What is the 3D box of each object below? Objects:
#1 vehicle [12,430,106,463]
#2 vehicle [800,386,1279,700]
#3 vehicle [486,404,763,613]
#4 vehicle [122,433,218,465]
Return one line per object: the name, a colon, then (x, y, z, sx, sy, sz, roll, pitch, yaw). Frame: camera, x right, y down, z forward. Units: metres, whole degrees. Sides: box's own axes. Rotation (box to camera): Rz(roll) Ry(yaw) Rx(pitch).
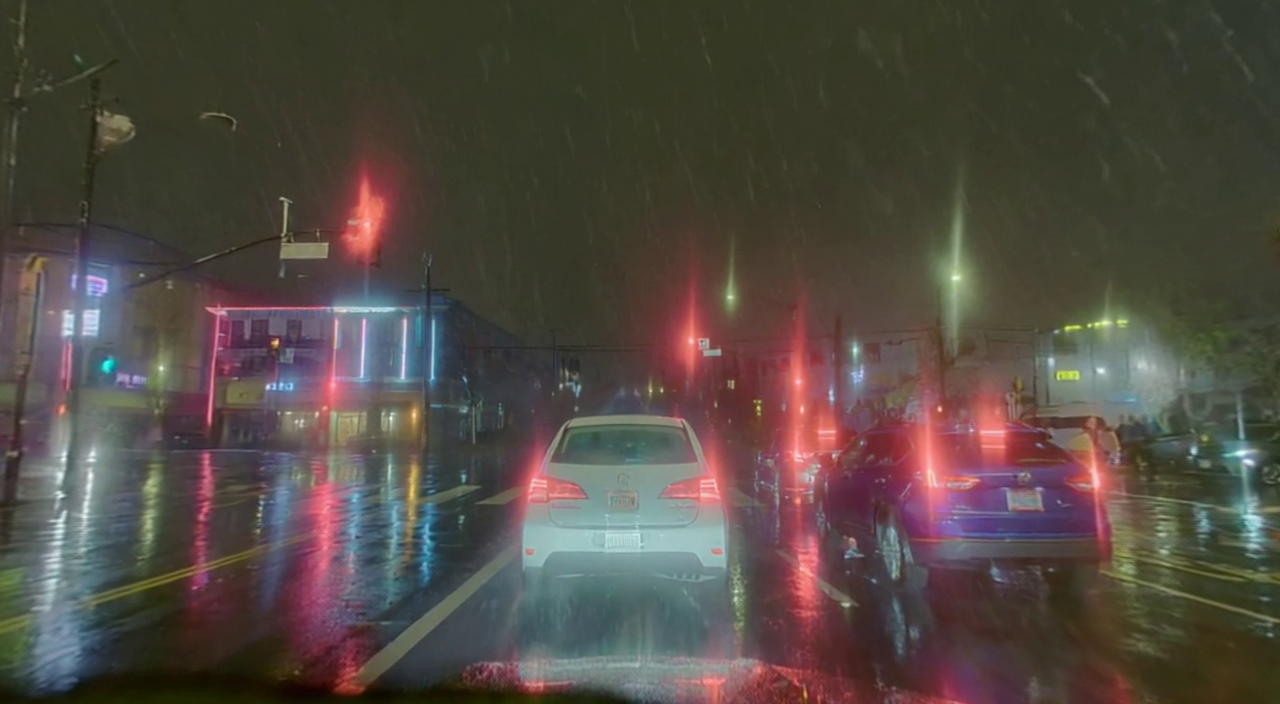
vehicle: (-30.821, 5.026, 33.520, 4.164, 1.652, 2.087, -4, -9, 25)
vehicle: (3.048, 1.330, 5.617, 1.983, 1.654, 4.354, 0, -8, -2)
vehicle: (-0.124, 1.552, 7.285, 2.123, 1.589, 4.702, 0, -8, 0)
vehicle: (-25.269, 5.212, 33.960, 4.253, 1.570, 2.132, -4, -9, 22)
